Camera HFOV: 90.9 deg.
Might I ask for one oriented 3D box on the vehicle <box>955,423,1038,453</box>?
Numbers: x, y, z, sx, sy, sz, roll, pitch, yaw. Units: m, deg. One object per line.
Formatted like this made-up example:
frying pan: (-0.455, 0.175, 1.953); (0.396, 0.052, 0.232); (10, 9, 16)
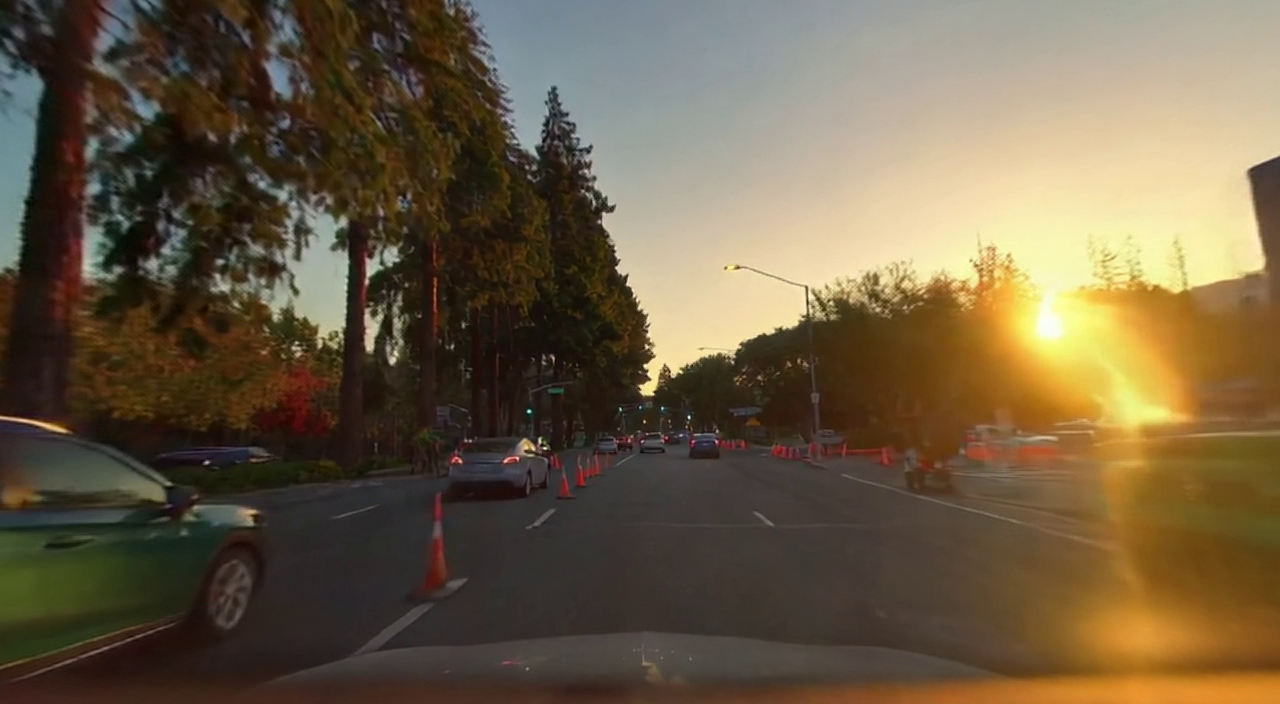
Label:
vehicle: (18.986, 4.598, 33.848); (1.799, 1.463, 4.641); (0, -8, 1)

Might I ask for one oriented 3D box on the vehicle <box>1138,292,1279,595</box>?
vehicle: (6.490, 0.747, 5.116); (2.202, 2.529, 3.168); (-1, -8, 3)

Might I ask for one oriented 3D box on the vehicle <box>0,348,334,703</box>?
vehicle: (-3.592, 0.902, 3.001); (2.038, 1.682, 4.399); (0, -8, 0)

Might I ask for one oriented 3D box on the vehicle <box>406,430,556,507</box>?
vehicle: (-3.400, 2.597, 14.608); (2.107, 1.482, 4.674); (0, -8, 2)

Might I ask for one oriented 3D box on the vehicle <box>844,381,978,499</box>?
vehicle: (6.727, 2.216, 16.045); (1.910, 2.539, 2.846); (-6, -7, 1)

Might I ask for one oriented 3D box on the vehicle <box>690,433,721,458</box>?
vehicle: (4.478, 6.426, 43.434); (1.984, 1.659, 4.226); (-1, -8, 4)

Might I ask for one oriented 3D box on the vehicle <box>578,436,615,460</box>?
vehicle: (-2.823, 6.397, 42.161); (1.998, 1.481, 4.656); (0, -8, 2)
